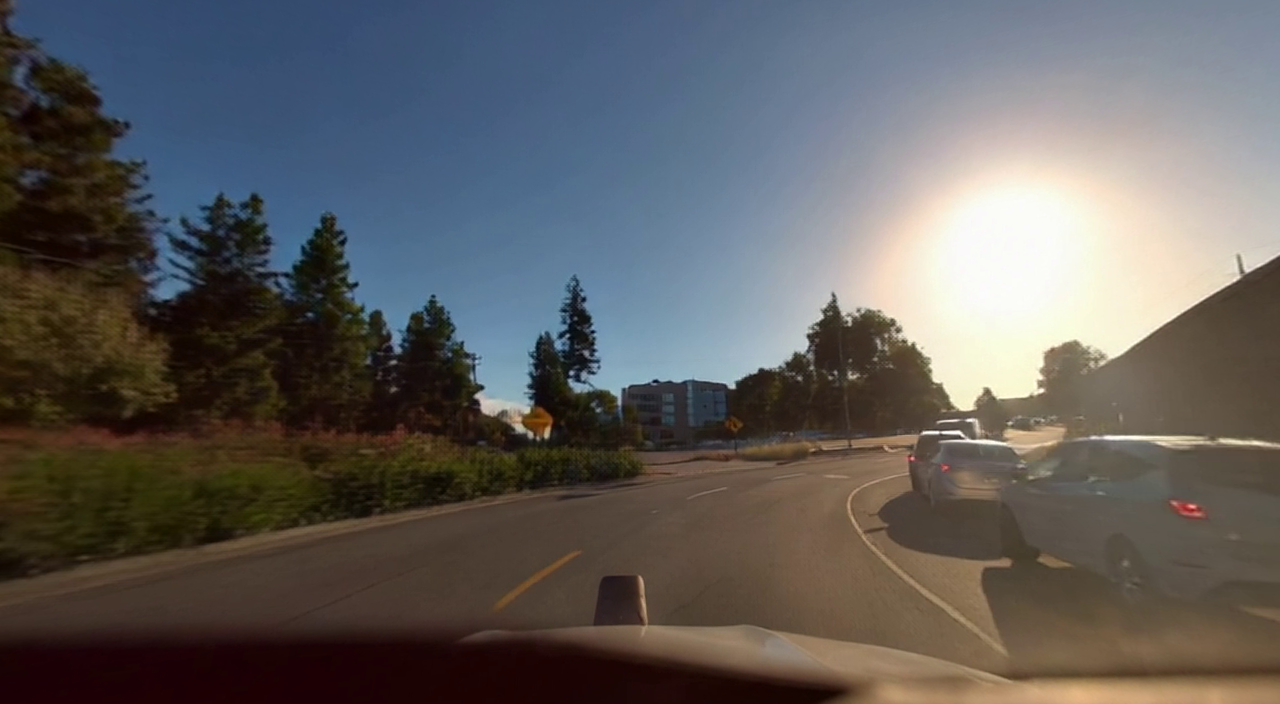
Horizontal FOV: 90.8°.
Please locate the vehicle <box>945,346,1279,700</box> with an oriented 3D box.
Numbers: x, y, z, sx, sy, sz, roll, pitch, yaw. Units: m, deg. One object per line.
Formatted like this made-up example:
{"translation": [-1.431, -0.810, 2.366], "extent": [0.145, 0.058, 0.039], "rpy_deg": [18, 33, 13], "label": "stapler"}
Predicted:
{"translation": [4.538, 1.190, 5.456], "extent": [2.269, 1.841, 4.569], "rpy_deg": [-2, -9, 11], "label": "vehicle"}
